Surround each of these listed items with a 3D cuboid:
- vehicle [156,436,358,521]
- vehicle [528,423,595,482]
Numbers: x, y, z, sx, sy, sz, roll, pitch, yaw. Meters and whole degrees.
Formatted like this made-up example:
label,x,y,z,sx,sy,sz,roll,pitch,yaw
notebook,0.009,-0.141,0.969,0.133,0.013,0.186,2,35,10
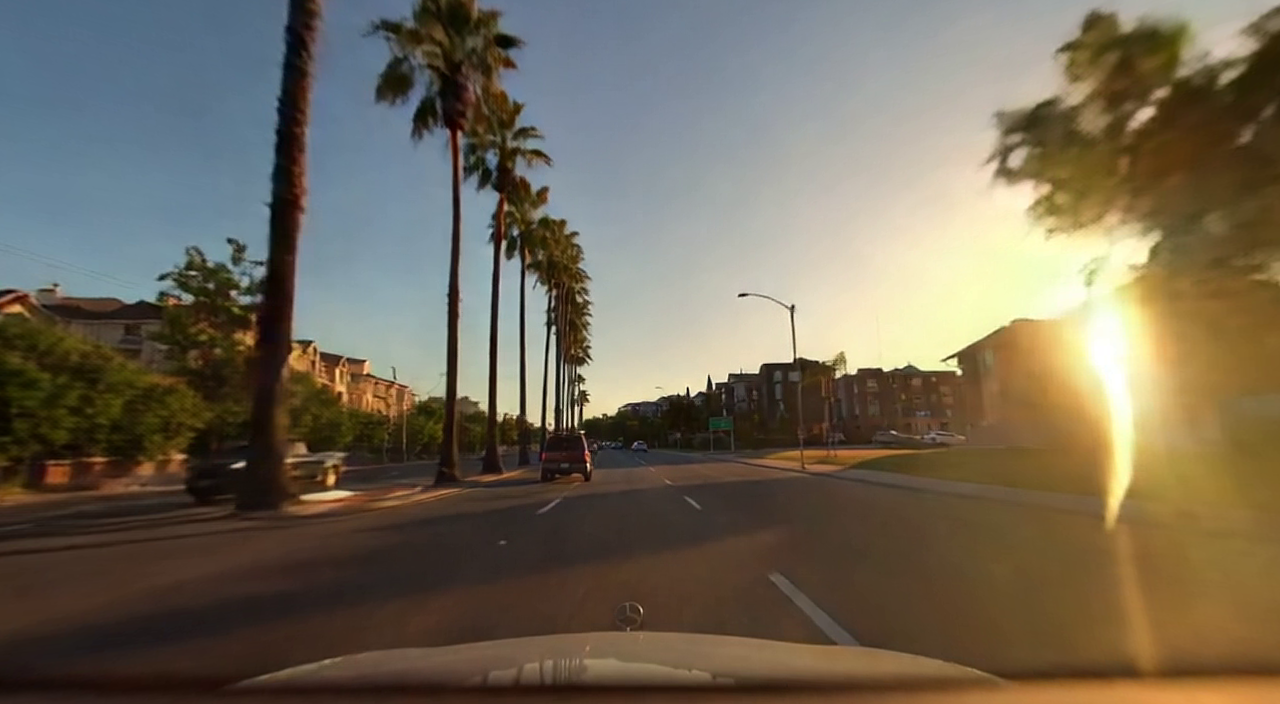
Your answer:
label,x,y,z,sx,sy,sz,roll,pitch,yaw
vehicle,-8.792,2.915,15.035,2.114,1.698,4.415,0,-9,-2
vehicle,-3.203,4.249,26.742,2.507,2.161,6.049,1,-9,-5
